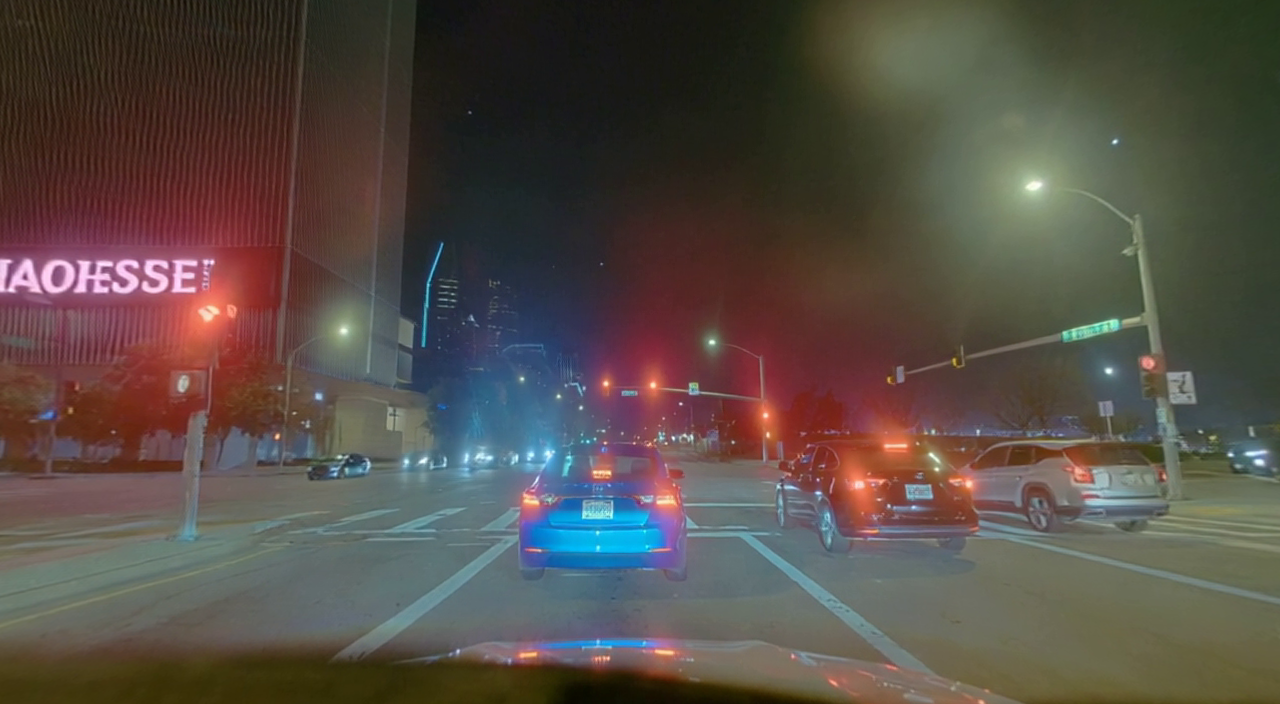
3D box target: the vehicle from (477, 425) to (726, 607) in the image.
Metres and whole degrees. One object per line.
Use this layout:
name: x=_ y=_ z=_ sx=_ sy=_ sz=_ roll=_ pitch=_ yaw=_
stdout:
vehicle: x=-0.363 y=1.653 z=7.290 sx=2.059 sy=1.477 sz=3.988 roll=0 pitch=-8 yaw=-1

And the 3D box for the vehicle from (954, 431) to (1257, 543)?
vehicle: x=7.450 y=2.163 z=10.786 sx=1.908 sy=1.517 sz=4.182 roll=0 pitch=-8 yaw=-1

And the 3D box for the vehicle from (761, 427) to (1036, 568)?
vehicle: x=3.221 y=1.887 z=8.971 sx=2.042 sy=1.508 sz=4.109 roll=0 pitch=-8 yaw=-2

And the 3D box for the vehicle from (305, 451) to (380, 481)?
vehicle: x=-16.653 y=6.383 z=35.555 sx=2.048 sy=1.463 sz=4.530 roll=0 pitch=-8 yaw=-1

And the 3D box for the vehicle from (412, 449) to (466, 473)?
vehicle: x=-13.033 y=7.079 z=41.176 sx=2.049 sy=1.483 sz=4.407 roll=0 pitch=-8 yaw=0
